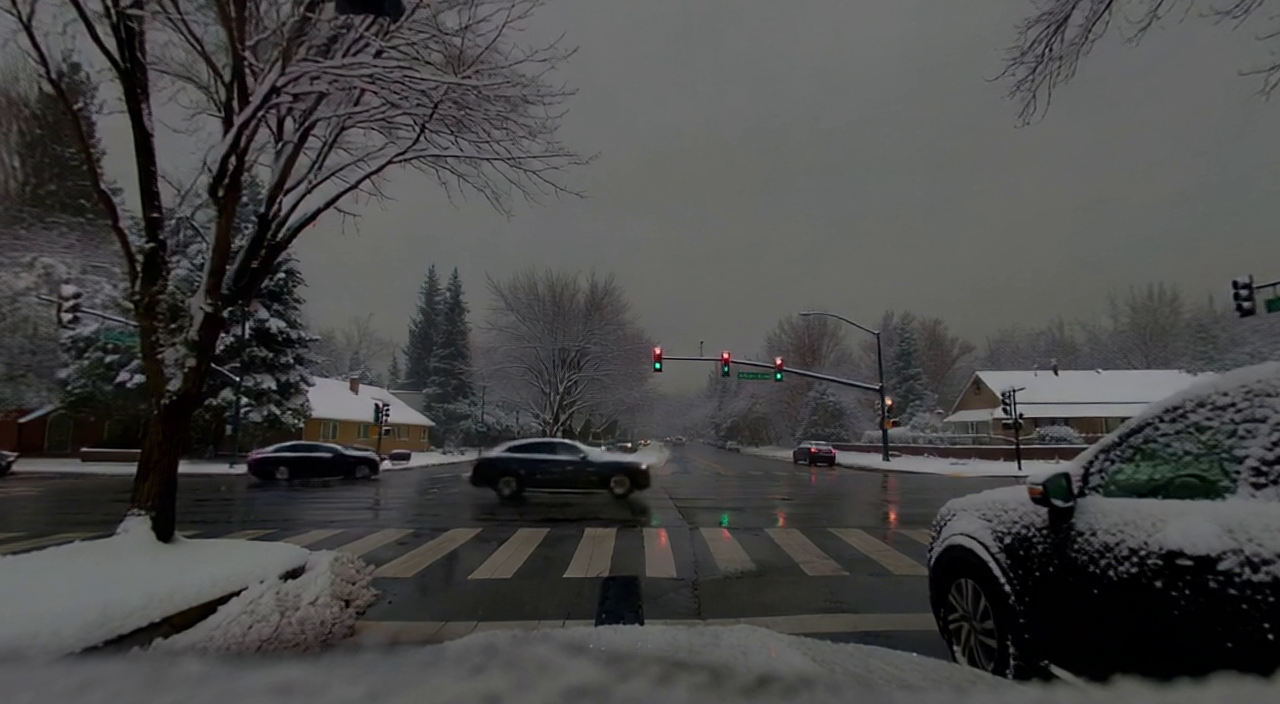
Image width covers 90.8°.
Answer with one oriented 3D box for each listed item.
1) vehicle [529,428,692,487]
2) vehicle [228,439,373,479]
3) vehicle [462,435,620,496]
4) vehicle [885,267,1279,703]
[{"bbox_3d":[-0.880,3.326,20.024,4.860,1.748,2.160,0,-9,0],"label":"vehicle"},{"bbox_3d":[-13.324,4.225,25.156,4.689,1.490,1.920,2,-9,-16],"label":"vehicle"},{"bbox_3d":[-2.502,2.987,16.801,3.894,1.487,1.863,0,-8,-1],"label":"vehicle"},{"bbox_3d":[2.690,0.709,1.734,2.085,1.800,4.908,0,-9,1],"label":"vehicle"}]
